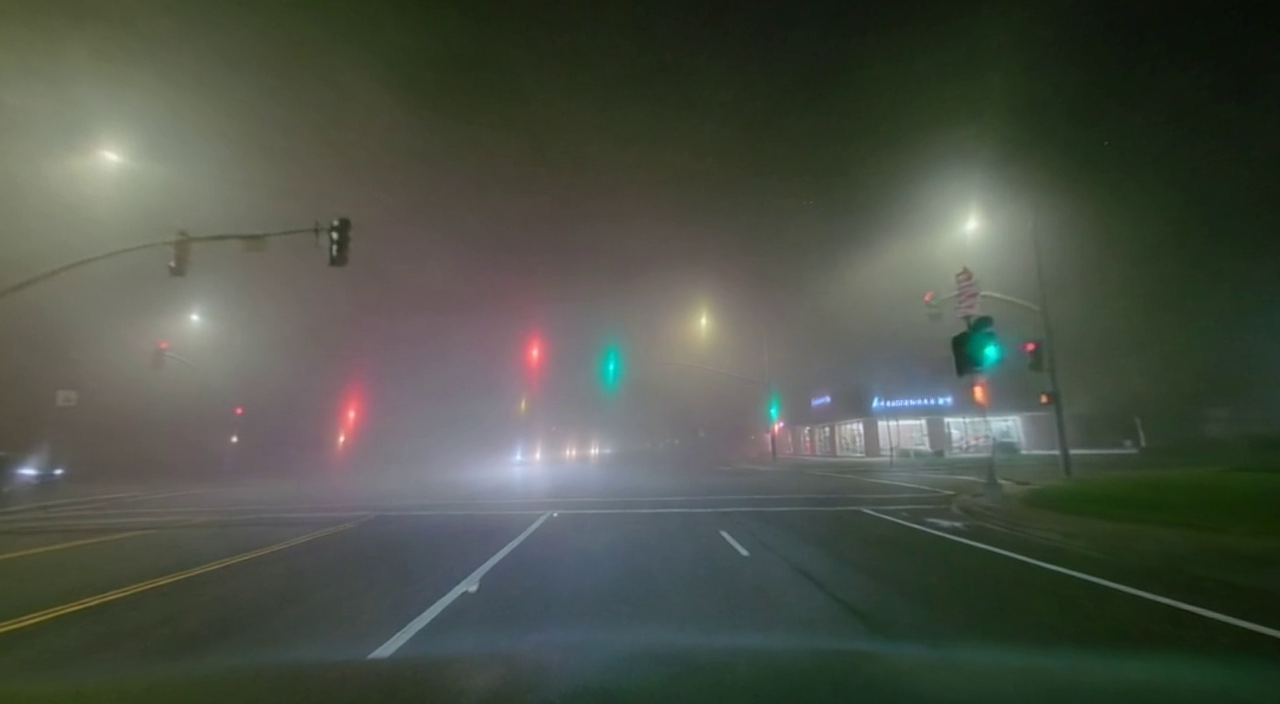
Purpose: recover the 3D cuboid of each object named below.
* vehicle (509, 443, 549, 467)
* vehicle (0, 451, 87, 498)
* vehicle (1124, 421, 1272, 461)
[{"bbox_3d":[-7.659,7.169,43.893,2.011,1.490,4.472,-3,-10,-1],"label":"vehicle"},{"bbox_3d":[-25.226,4.820,24.948,4.727,1.719,2.095,0,-8,1],"label":"vehicle"},{"bbox_3d":[26.496,4.242,30.158,4.797,1.792,2.345,0,-8,-1],"label":"vehicle"}]
